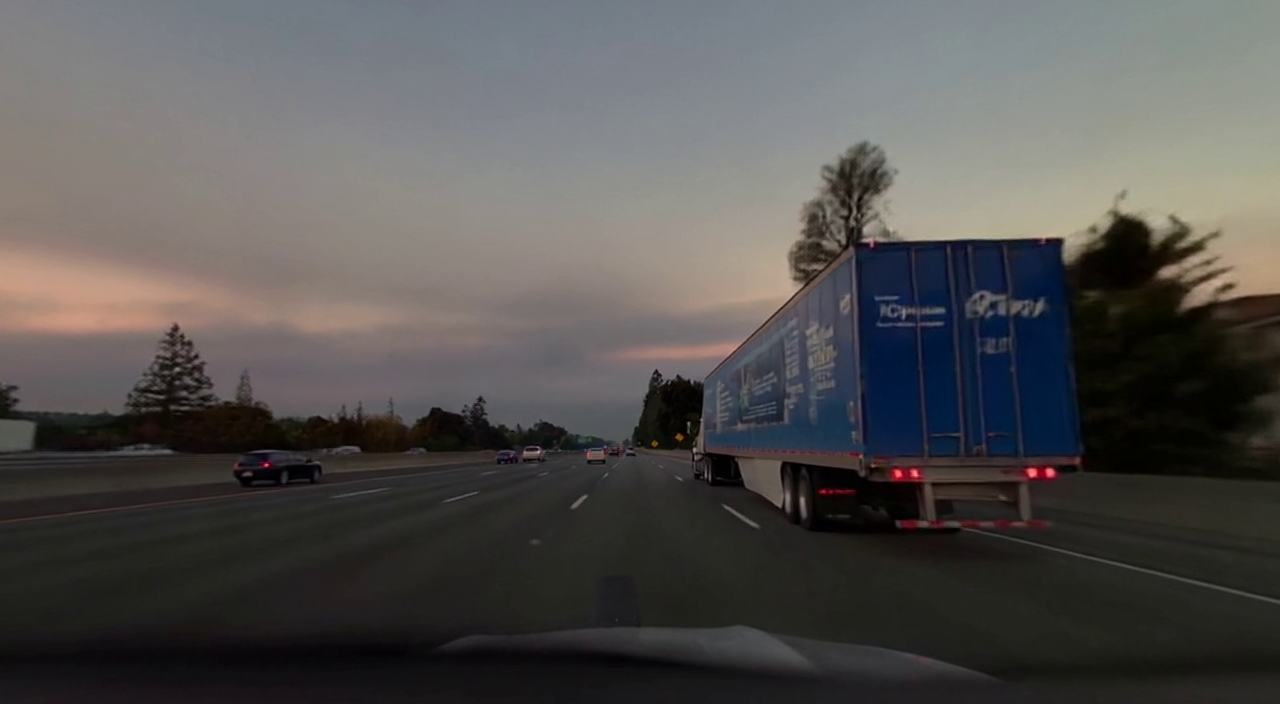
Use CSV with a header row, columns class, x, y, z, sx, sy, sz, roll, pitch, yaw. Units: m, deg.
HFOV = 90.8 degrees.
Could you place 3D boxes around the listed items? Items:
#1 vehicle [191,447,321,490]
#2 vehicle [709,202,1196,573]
class,x,y,z,sx,sy,sz,roll,pitch,yaw
vehicle,-14.496,4.378,24.243,1.982,1.471,4.747,0,-9,0
vehicle,4.203,1.468,14.685,3.140,4.100,15.551,0,-9,-1
